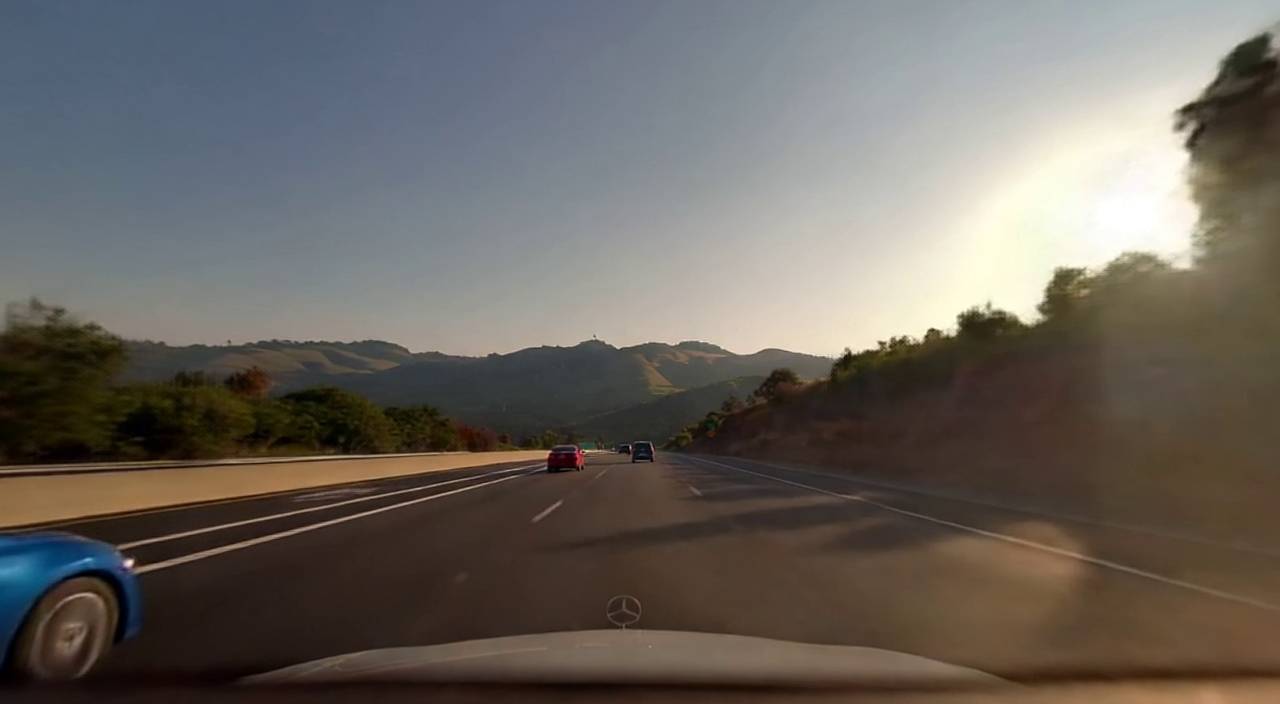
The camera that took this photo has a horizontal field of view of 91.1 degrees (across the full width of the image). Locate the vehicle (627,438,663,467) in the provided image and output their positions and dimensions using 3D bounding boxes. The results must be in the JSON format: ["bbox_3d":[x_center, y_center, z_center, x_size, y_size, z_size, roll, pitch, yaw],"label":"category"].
[{"bbox_3d":[0.290,6.785,42.473,2.272,1.836,4.866,0,-9,0],"label":"vehicle"}]

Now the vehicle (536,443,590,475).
[{"bbox_3d":[-3.742,5.299,31.431,2.082,1.485,4.237,0,-9,1],"label":"vehicle"}]
